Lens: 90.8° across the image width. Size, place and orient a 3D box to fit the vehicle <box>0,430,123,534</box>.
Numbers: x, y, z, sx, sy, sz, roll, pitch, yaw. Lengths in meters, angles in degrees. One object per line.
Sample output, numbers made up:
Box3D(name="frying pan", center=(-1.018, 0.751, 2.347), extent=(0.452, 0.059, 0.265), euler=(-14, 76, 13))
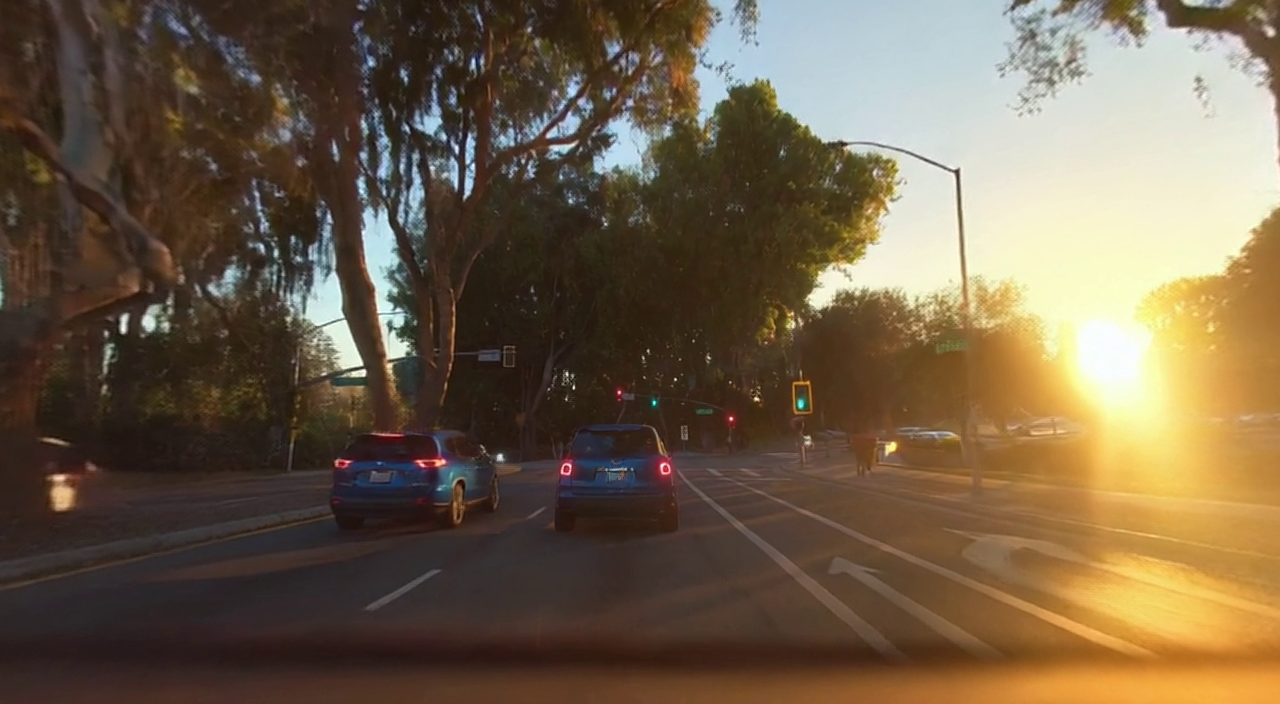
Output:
Box3D(name="vehicle", center=(-11.264, 2.082, 10.114), extent=(2.070, 1.635, 4.559), euler=(0, -8, 0))

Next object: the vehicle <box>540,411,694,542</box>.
Box3D(name="vehicle", center=(-0.278, 2.079, 11.313), extent=(2.131, 1.793, 5.016), euler=(0, -8, 1))

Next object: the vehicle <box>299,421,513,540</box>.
Box3D(name="vehicle", center=(-3.797, 2.150, 11.282), extent=(2.009, 1.673, 4.454), euler=(0, -8, 1))
